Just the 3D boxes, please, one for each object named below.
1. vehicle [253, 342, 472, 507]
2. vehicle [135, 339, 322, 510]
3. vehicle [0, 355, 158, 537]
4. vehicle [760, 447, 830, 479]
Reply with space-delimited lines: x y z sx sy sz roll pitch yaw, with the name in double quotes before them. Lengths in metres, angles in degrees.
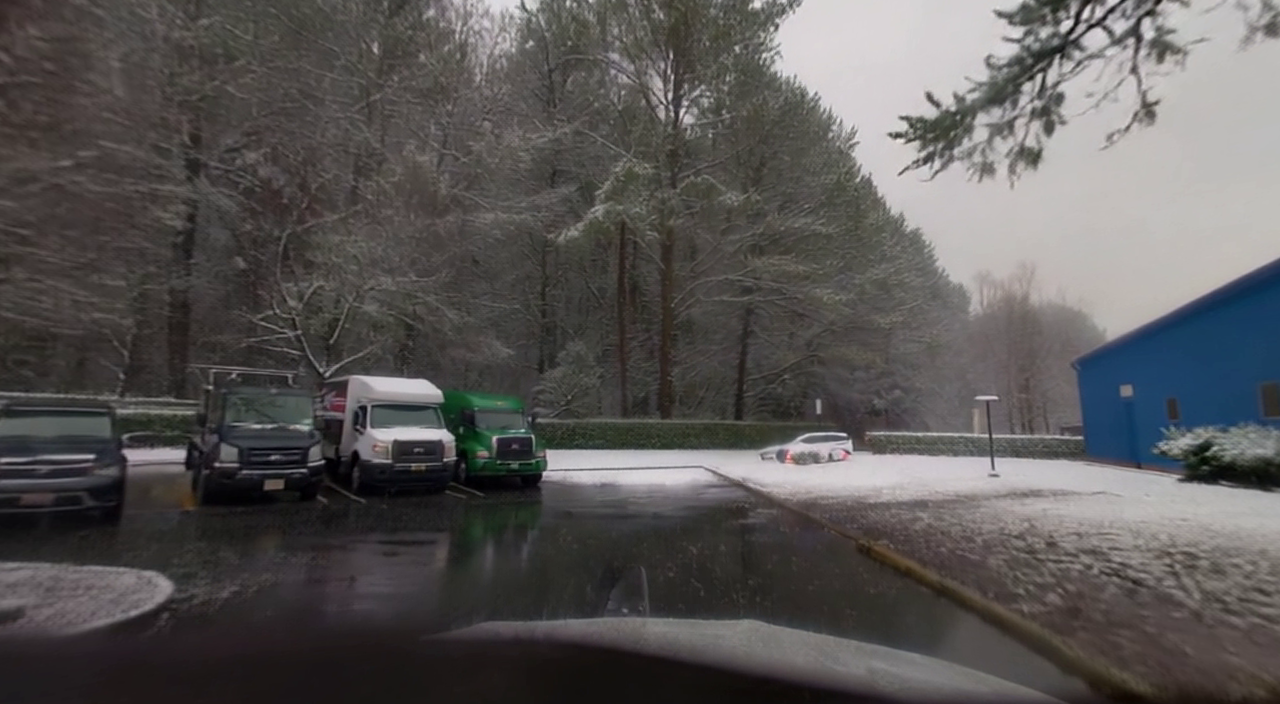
"vehicle" -9.829 2.623 21.051 2.948 4.069 11.906 8 -12 -41
"vehicle" -13.257 2.445 19.596 3.038 3.871 11.512 7 -12 -40
"vehicle" -12.741 2.083 13.846 2.674 3.007 7.819 7 -12 -40
"vehicle" 7.927 5.605 32.127 3.473 1.506 1.809 8 -12 -44
